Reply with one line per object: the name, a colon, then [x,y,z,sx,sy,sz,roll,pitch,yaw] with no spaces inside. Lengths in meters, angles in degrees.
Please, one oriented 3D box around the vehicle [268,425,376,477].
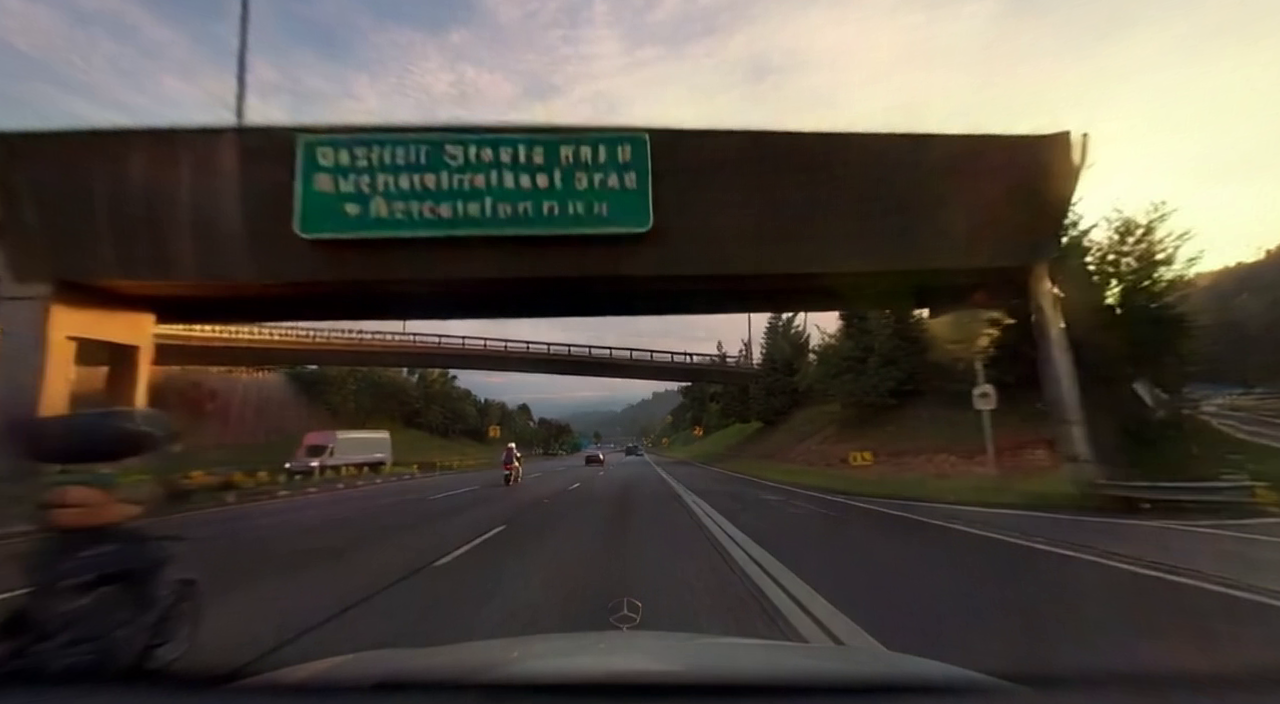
vehicle: [-24.130,7.618,48.780,2.882,3.551,10.371,0,-9,0]
